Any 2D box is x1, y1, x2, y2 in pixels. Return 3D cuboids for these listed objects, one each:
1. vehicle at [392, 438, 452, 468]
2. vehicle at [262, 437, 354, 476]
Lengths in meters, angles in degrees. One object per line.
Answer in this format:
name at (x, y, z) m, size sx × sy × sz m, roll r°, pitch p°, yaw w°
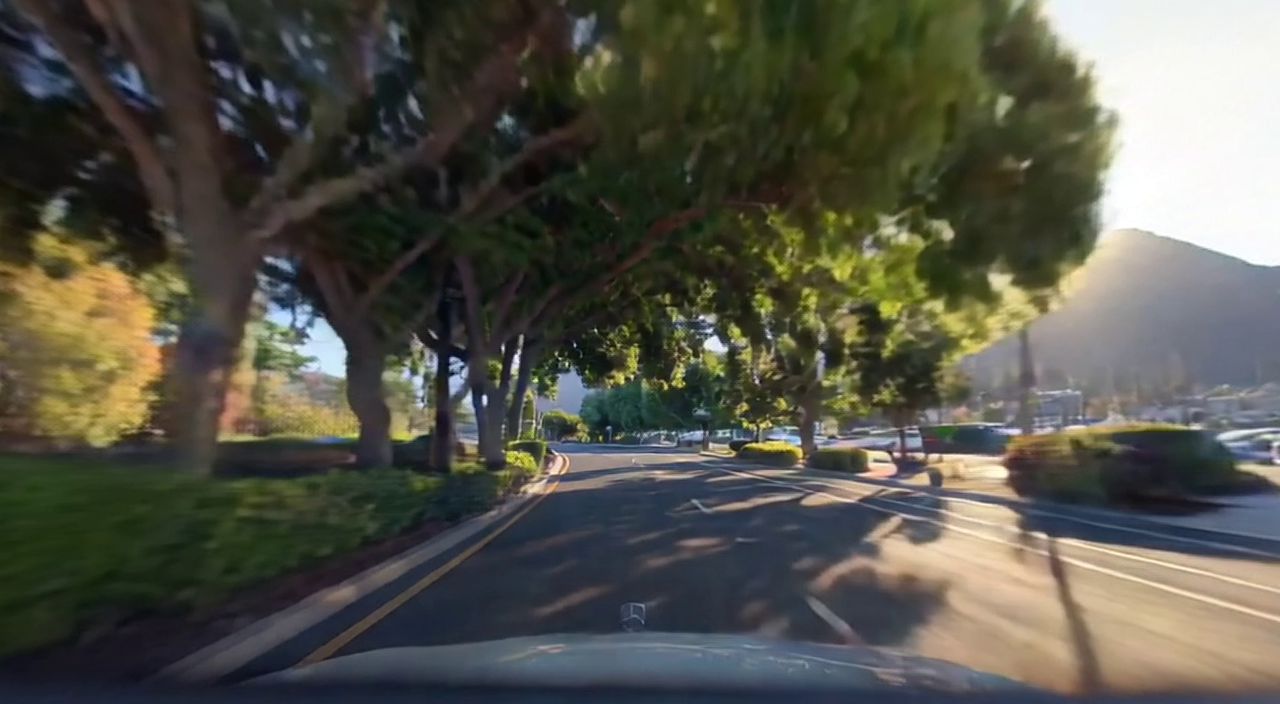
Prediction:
vehicle at (-11.381, 5.308, 33.255) m, size 1.953 × 1.458 × 4.544 m, roll 1°, pitch -8°, yaw -5°
vehicle at (-14.001, 4.420, 26.882) m, size 1.842 × 1.495 × 4.375 m, roll 0°, pitch -8°, yaw -5°
